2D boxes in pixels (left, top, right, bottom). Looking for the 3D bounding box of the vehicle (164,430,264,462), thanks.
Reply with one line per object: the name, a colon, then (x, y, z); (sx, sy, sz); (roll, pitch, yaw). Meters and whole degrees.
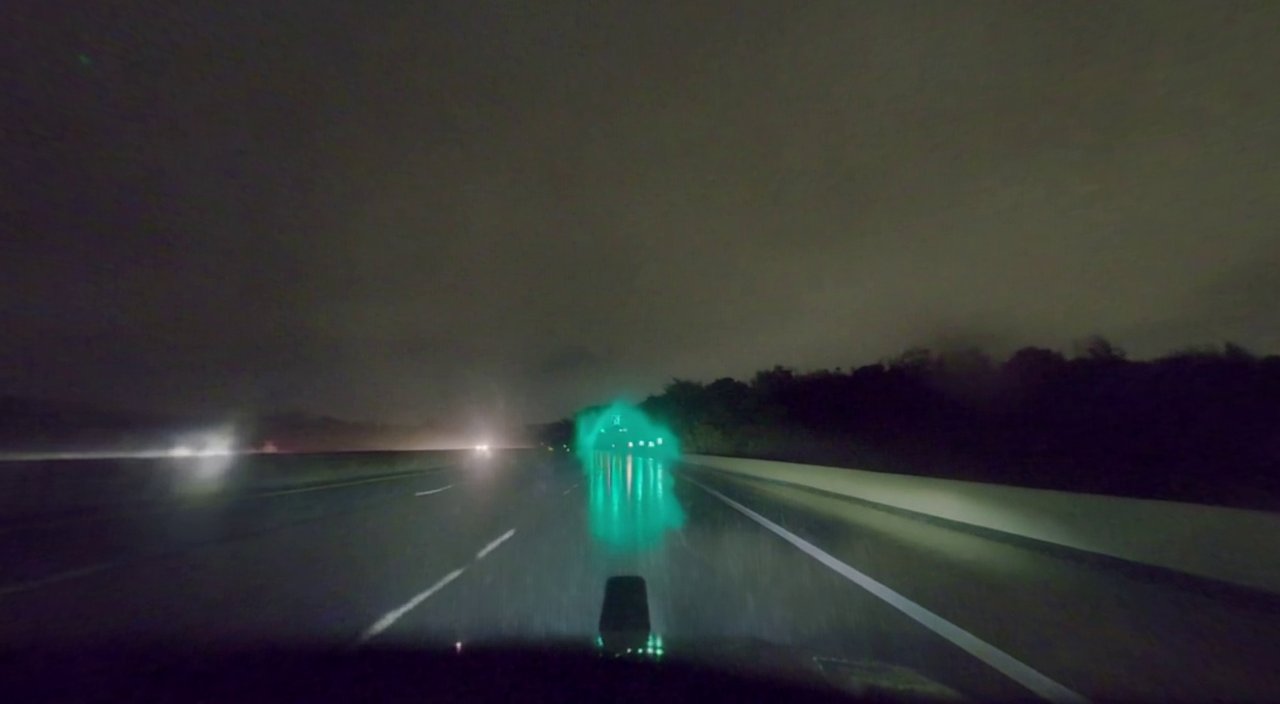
vehicle: (-21.988, 4.893, 32.663); (2.081, 1.569, 4.506); (0, -9, -1)
